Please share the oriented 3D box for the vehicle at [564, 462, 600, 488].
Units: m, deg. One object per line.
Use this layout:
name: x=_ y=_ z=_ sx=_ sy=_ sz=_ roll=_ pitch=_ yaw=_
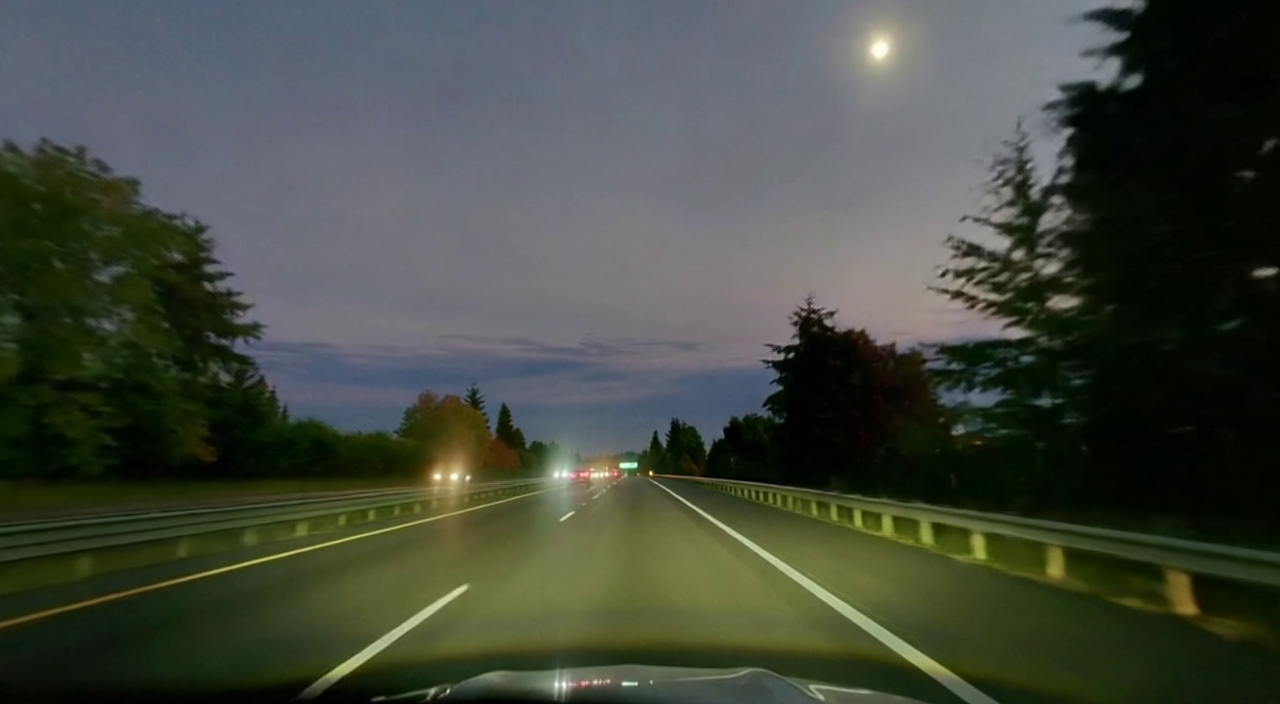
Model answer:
vehicle: x=-4.398 y=9.450 z=48.586 sx=2.254 sy=1.809 sz=5.839 roll=1 pitch=-10 yaw=0
